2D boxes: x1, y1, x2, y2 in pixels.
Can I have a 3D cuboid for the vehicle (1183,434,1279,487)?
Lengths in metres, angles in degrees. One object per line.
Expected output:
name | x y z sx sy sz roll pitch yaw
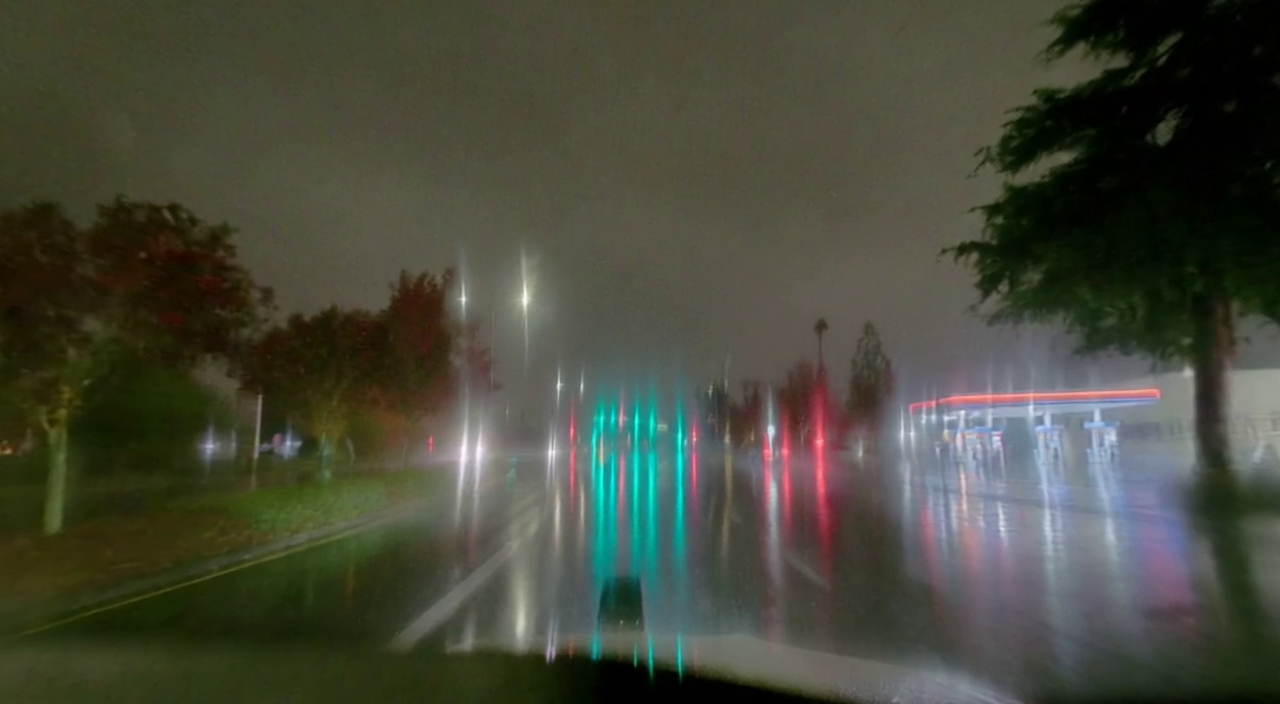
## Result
vehicle | 21.506 3.754 22.049 3.442 1.599 1.613 -3 -10 -2
